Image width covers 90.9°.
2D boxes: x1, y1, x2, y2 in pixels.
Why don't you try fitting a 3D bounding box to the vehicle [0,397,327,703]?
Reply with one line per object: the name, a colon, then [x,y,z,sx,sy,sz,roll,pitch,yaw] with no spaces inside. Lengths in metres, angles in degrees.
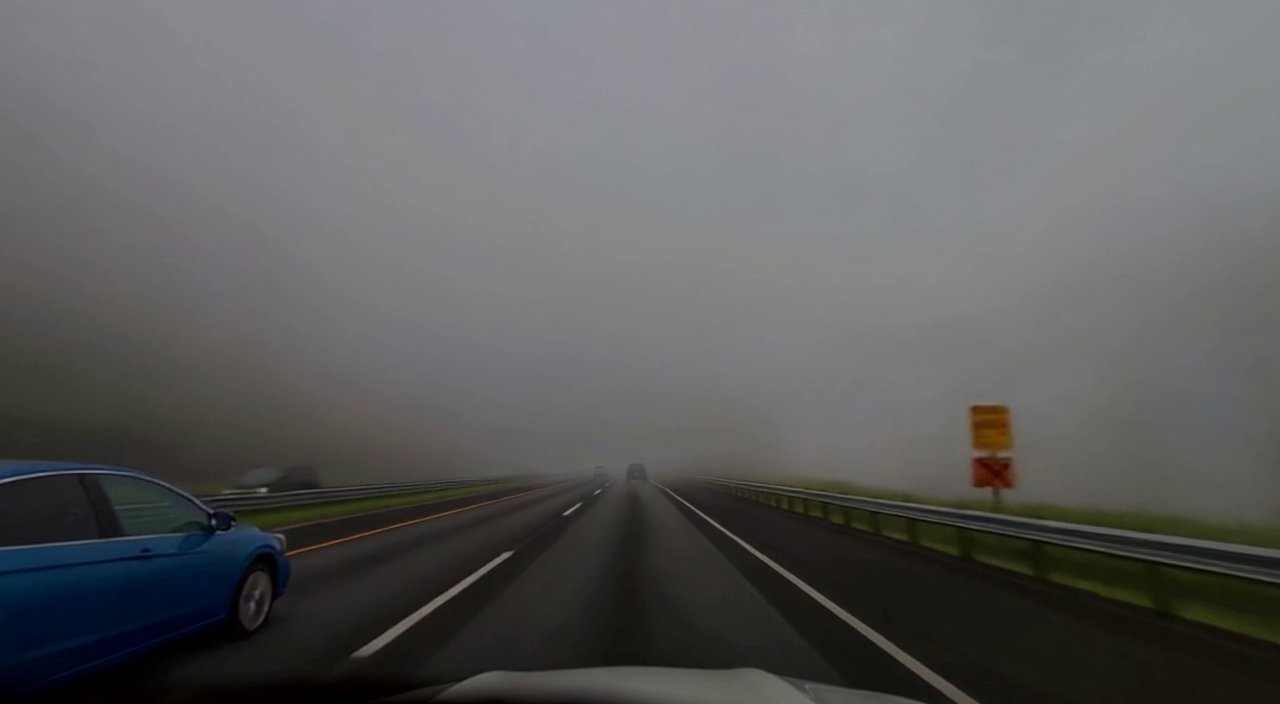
vehicle: [-3.551,1.025,2.997,2.017,1.516,4.041,1,-11,0]
